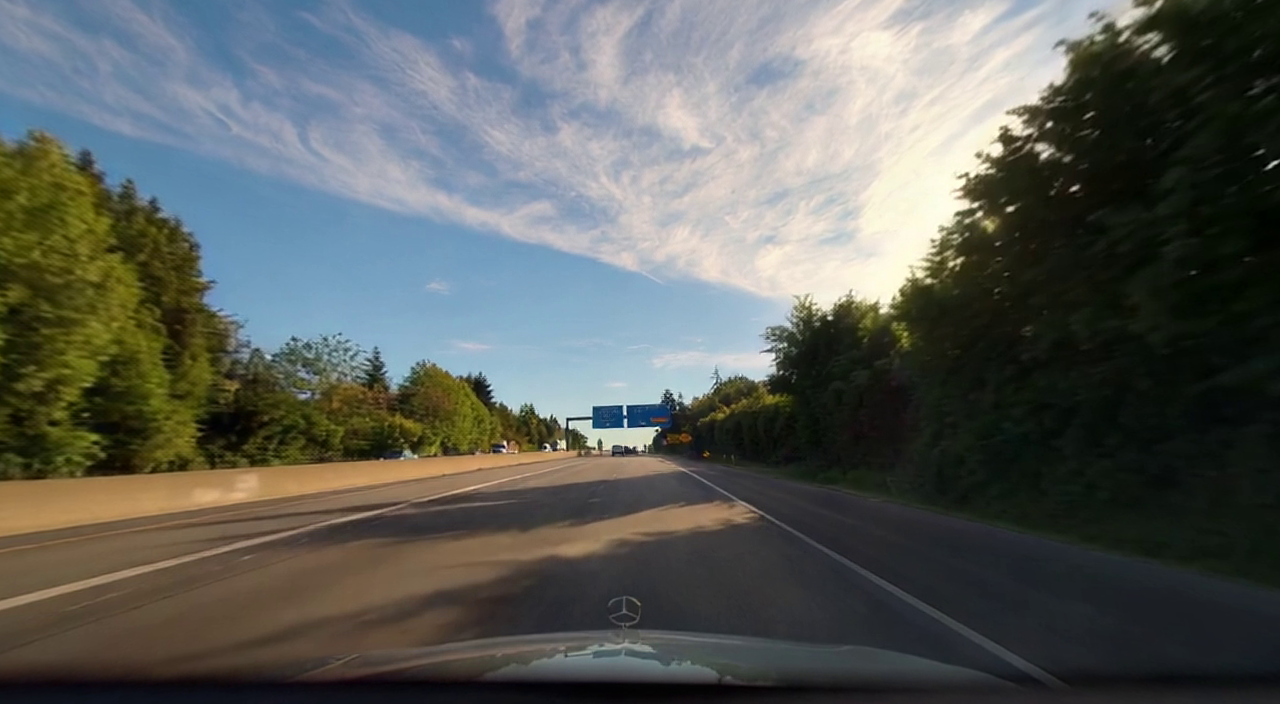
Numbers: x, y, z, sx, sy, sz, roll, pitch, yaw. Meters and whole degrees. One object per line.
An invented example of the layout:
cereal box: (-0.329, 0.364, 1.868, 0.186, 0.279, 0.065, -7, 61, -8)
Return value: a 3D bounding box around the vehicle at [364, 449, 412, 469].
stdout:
vehicle: (-19.659, 8.353, 49.489, 1.891, 1.423, 4.418, 1, -9, 1)
